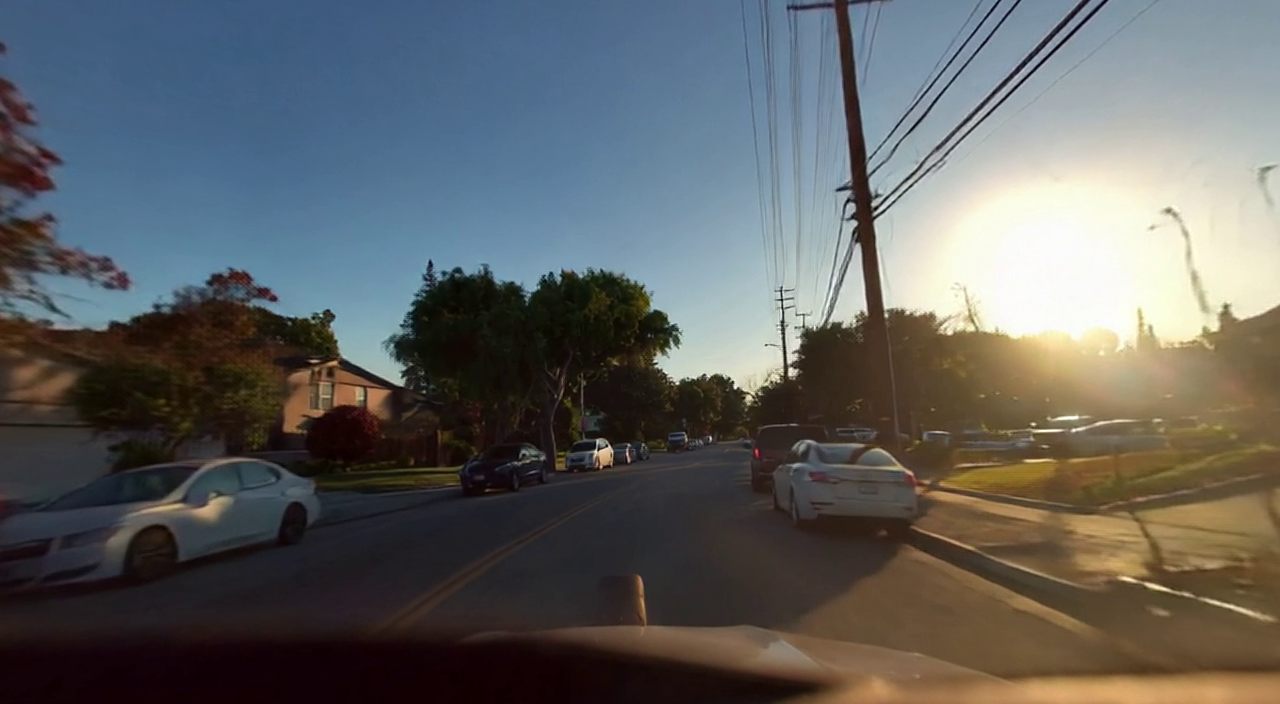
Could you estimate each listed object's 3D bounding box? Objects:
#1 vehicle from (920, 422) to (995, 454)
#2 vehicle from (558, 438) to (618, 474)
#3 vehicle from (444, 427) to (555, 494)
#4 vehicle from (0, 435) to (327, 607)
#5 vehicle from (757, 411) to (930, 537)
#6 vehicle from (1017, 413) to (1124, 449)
[{"bbox_3d":[17.596,4.800,35.247,2.079,1.675,3.855,0,-8,-2],"label":"vehicle"},{"bbox_3d":[-2.836,5.832,35.771,2.192,1.873,4.985,-2,-9,9],"label":"vehicle"},{"bbox_3d":[-4.992,4.031,23.414,2.353,2.037,5.358,-5,-11,6],"label":"vehicle"},{"bbox_3d":[-7.059,2.230,9.243,2.184,1.751,5.057,-4,-9,3],"label":"vehicle"},{"bbox_3d":[3.441,2.161,11.823,2.032,1.810,5.047,-1,-9,6],"label":"vehicle"},{"bbox_3d":[22.911,4.305,33.939,2.253,1.805,4.842,0,-9,-1],"label":"vehicle"}]
